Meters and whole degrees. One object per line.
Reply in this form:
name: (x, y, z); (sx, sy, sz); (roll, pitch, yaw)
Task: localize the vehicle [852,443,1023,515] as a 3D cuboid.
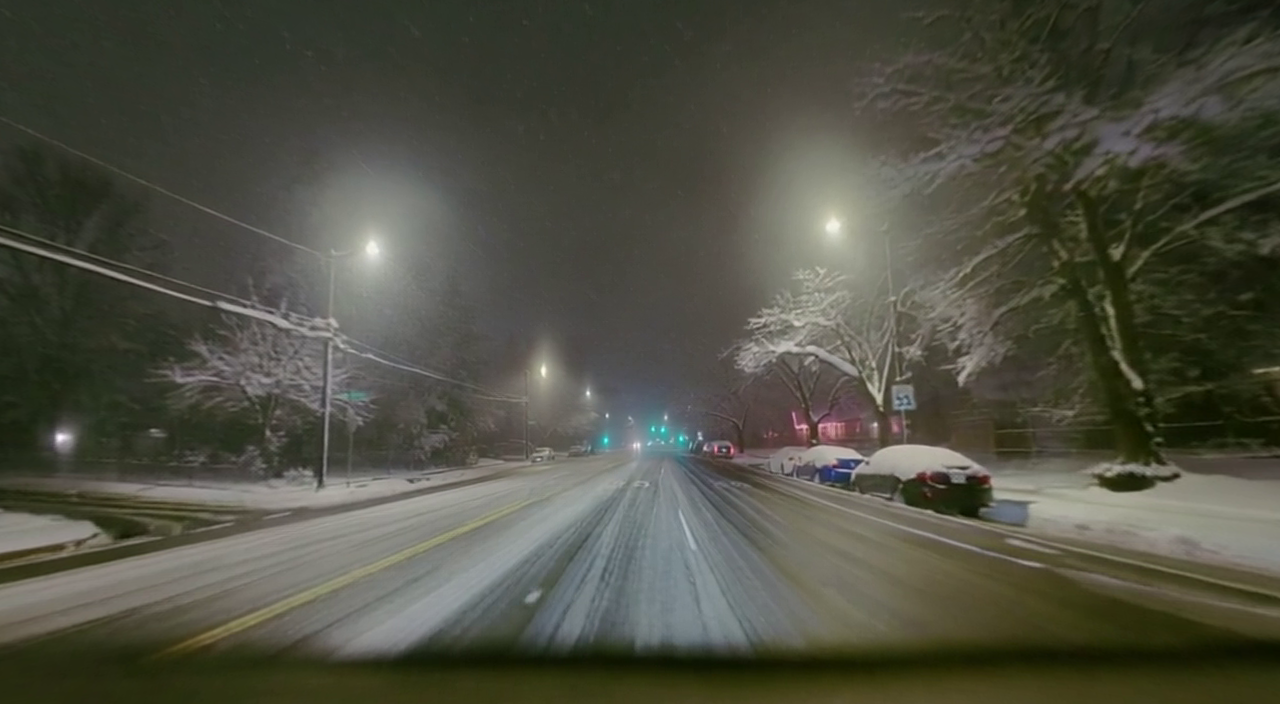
vehicle: (6.989, 3.000, 15.536); (1.940, 1.481, 4.650); (0, -8, 0)

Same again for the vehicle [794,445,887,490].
vehicle: (7.199, 4.162, 23.236); (2.001, 1.454, 4.494); (0, -8, 1)
